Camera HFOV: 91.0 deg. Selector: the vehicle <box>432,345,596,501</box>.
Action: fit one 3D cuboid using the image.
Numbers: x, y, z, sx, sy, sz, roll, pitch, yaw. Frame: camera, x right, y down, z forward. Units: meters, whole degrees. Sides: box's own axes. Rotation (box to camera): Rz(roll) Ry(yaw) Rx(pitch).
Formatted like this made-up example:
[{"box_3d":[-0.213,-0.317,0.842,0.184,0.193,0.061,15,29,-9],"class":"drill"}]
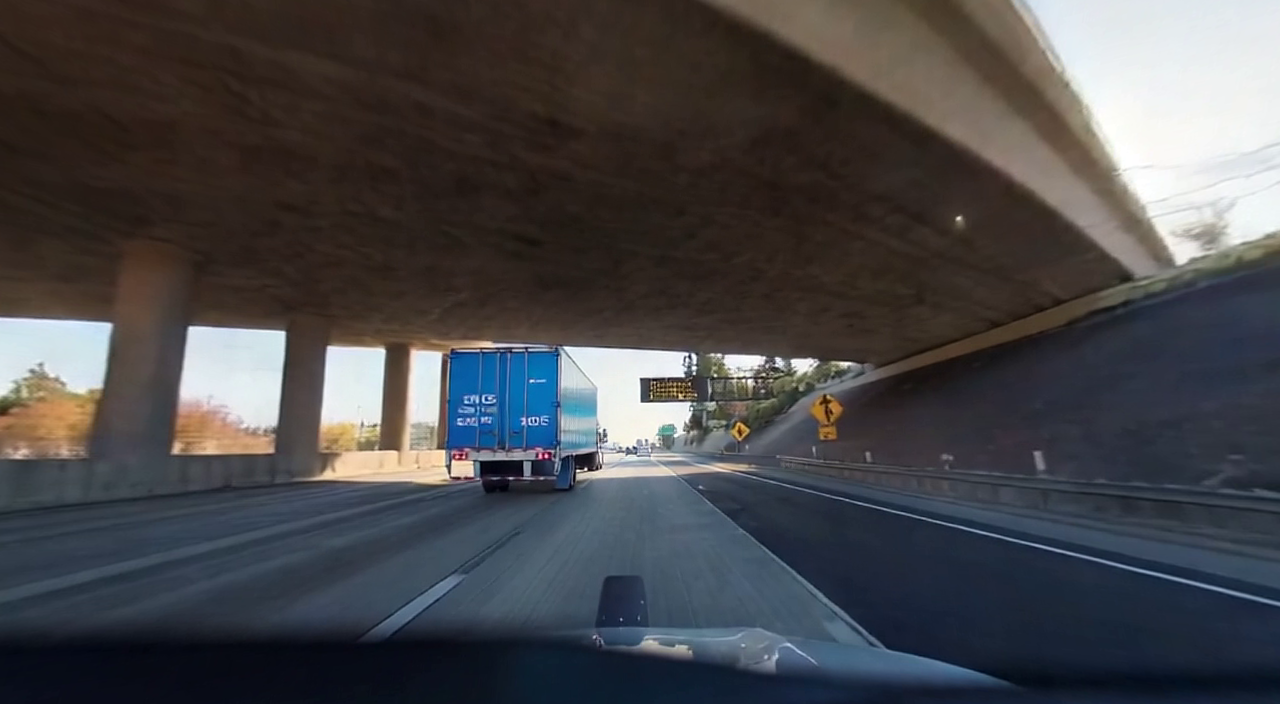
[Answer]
[{"box_3d":[-3.568,2.614,21.525,3.059,3.956,11.036,0,-9,1],"class":"vehicle"}]
